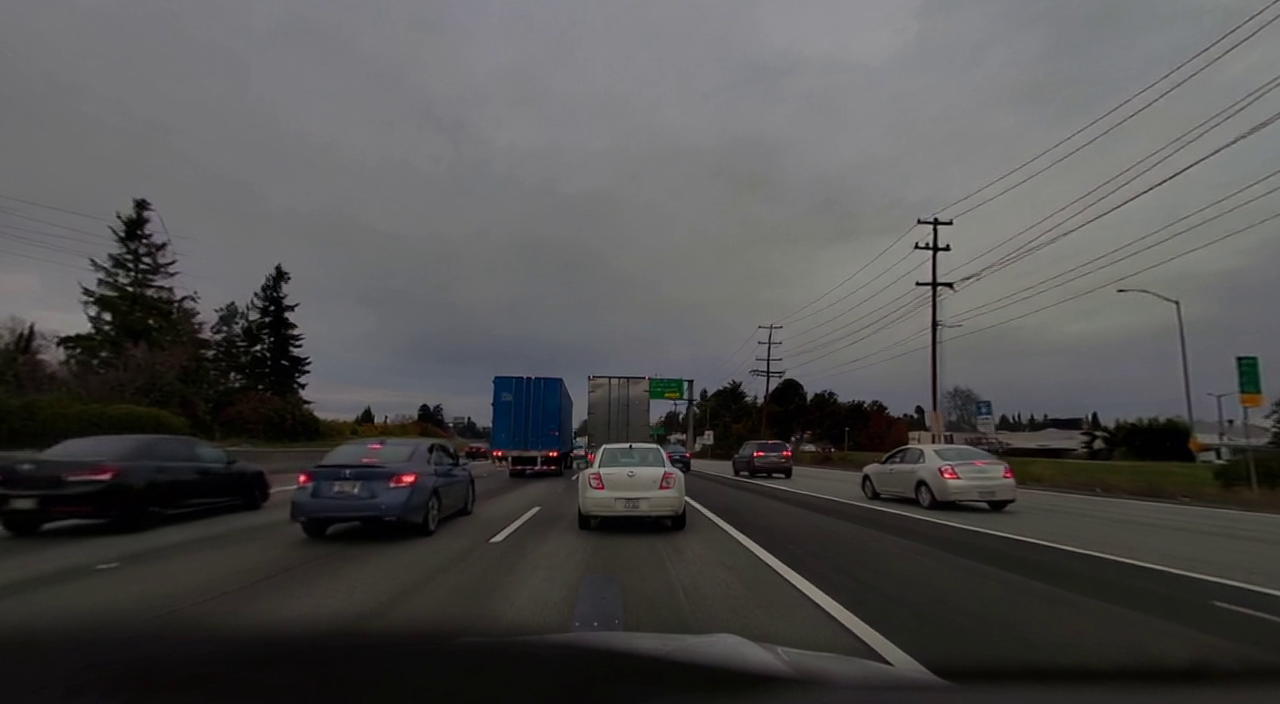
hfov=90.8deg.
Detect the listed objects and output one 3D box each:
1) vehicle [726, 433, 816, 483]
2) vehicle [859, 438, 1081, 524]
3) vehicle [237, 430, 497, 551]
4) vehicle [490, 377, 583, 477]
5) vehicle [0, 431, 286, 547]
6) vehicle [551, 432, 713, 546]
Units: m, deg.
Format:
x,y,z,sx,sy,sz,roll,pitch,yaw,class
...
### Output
x,y,z,sx,sy,sz,roll,pitch,yaw,class
4.731,3.897,23.458,2.023,1.676,4.002,1,-9,-7,vehicle
6.264,2.471,12.668,1.878,1.406,4.164,1,-9,-6,vehicle
-3.911,2.078,10.267,2.090,1.463,4.968,0,-9,-1,vehicle
-5.282,4.610,36.276,3.150,4.298,17.928,0,-9,-3,vehicle
-8.156,2.106,10.428,2.008,1.454,4.693,0,-9,-2,vehicle
-0.201,2.099,10.312,2.112,1.463,4.012,0,-9,-3,vehicle
